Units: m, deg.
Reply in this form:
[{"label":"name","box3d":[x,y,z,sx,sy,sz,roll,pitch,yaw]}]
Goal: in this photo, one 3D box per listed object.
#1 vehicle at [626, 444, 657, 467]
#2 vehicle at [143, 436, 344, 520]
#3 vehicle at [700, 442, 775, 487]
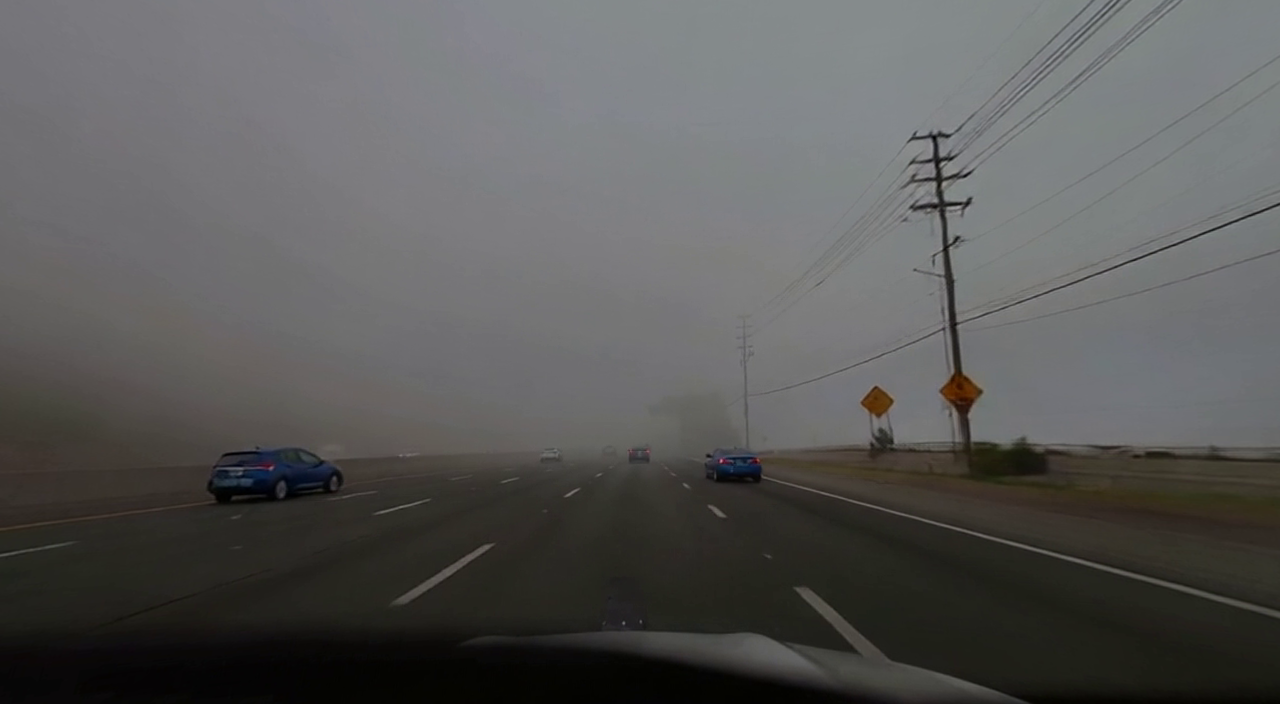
[{"label":"vehicle","box3d":[0.098,7.159,43.739,2.036,1.474,3.969,0,-8,0]},{"label":"vehicle","box3d":[-10.403,3.304,17.195,2.241,1.810,4.966,-3,-8,1]},{"label":"vehicle","box3d":[3.572,4.204,23.934,2.060,1.526,4.387,0,-8,-1]}]
